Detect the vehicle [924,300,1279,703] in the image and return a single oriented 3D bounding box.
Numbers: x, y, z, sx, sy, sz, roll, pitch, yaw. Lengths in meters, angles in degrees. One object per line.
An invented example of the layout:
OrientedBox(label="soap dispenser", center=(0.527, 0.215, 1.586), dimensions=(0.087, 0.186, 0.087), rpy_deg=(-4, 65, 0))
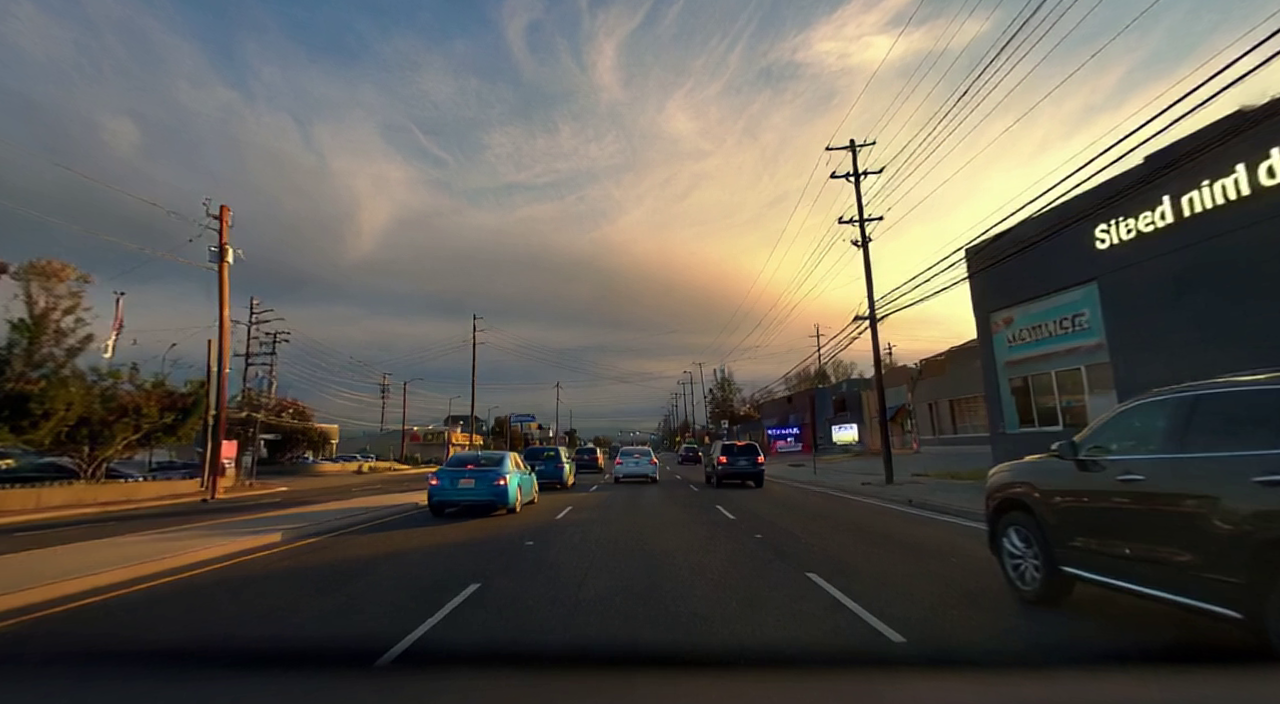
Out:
OrientedBox(label="vehicle", center=(3.880, 0.844, 3.335), dimensions=(2.292, 1.935, 5.112), rpy_deg=(0, -8, -1))

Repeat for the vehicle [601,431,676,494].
OrientedBox(label="vehicle", center=(-0.070, 3.758, 21.875), dimensions=(2.326, 1.925, 4.253), rpy_deg=(0, -8, 0))

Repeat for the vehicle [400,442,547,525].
OrientedBox(label="vehicle", center=(-3.406, 2.768, 13.960), dimensions=(2.022, 1.498, 4.471), rpy_deg=(0, -8, 0))

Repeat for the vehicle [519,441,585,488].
OrientedBox(label="vehicle", center=(-3.297, 4.305, 24.518), dimensions=(2.051, 1.671, 3.861), rpy_deg=(0, -8, -1))

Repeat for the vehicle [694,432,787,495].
OrientedBox(label="vehicle", center=(3.275, 3.767, 21.758), dimensions=(2.282, 1.897, 4.915), rpy_deg=(0, -8, -1))
